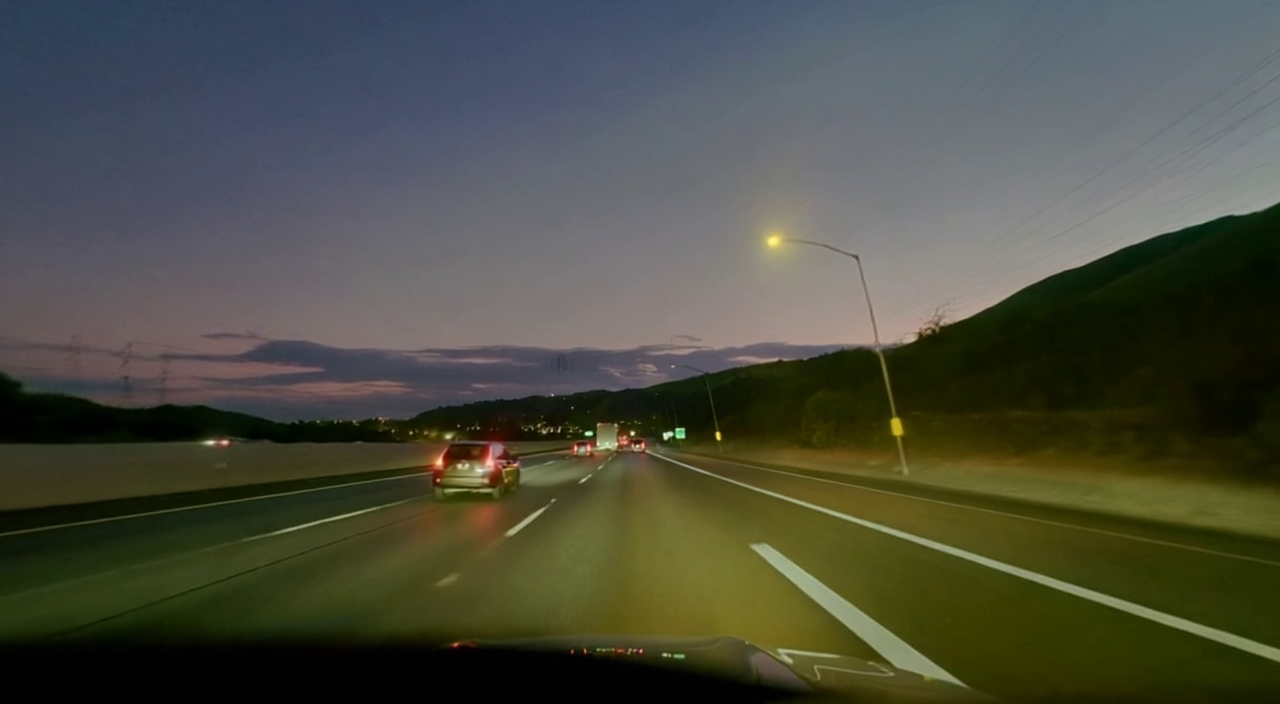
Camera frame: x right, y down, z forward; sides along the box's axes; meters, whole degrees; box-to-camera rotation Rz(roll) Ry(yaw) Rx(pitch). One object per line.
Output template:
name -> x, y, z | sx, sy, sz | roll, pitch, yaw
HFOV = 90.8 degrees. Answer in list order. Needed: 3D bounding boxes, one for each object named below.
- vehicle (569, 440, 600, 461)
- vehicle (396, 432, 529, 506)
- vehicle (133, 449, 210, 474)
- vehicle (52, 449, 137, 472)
vehicle -> -4.164, 7.500, 48.044 | 2.038, 1.533, 4.103 | 0, -9, -1
vehicle -> -4.128, 2.797, 15.545 | 1.963, 1.533, 4.477 | 0, -9, 0
vehicle -> -29.974, 7.005, 40.565 | 1.916, 1.471, 3.905 | 0, -9, 1
vehicle -> -38.739, 7.689, 44.998 | 1.931, 1.538, 4.631 | 0, -9, -1
